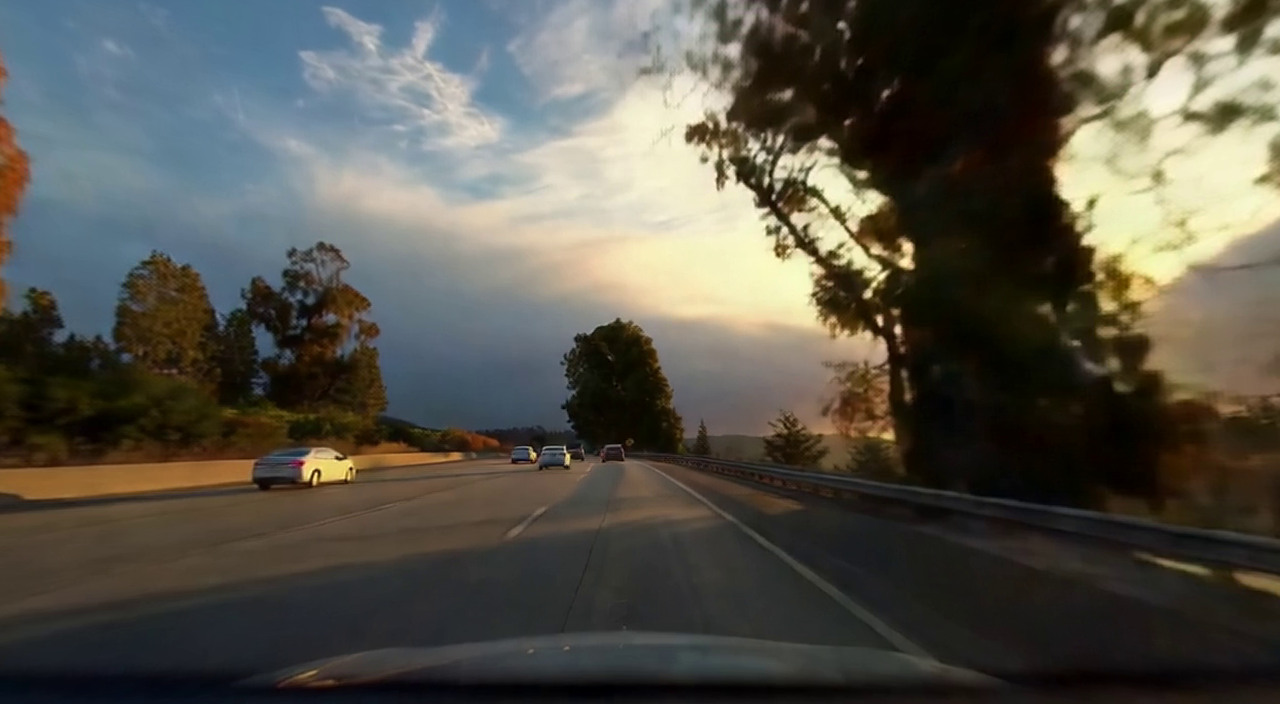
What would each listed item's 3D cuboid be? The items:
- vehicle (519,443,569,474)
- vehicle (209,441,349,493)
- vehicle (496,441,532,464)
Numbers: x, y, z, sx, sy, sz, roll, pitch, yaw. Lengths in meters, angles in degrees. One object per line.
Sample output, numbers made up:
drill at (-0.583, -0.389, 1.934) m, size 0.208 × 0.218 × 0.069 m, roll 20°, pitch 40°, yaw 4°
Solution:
vehicle at (-4.872, 5.462, 32.486) m, size 2.120 × 1.458 × 4.031 m, roll 0°, pitch -9°, yaw -2°
vehicle at (-11.548, 3.696, 20.599) m, size 1.960 × 1.487 × 4.593 m, roll 0°, pitch -9°, yaw -1°
vehicle at (-9.313, 7.498, 46.922) m, size 2.015 × 1.608 × 4.294 m, roll 0°, pitch -9°, yaw -3°
